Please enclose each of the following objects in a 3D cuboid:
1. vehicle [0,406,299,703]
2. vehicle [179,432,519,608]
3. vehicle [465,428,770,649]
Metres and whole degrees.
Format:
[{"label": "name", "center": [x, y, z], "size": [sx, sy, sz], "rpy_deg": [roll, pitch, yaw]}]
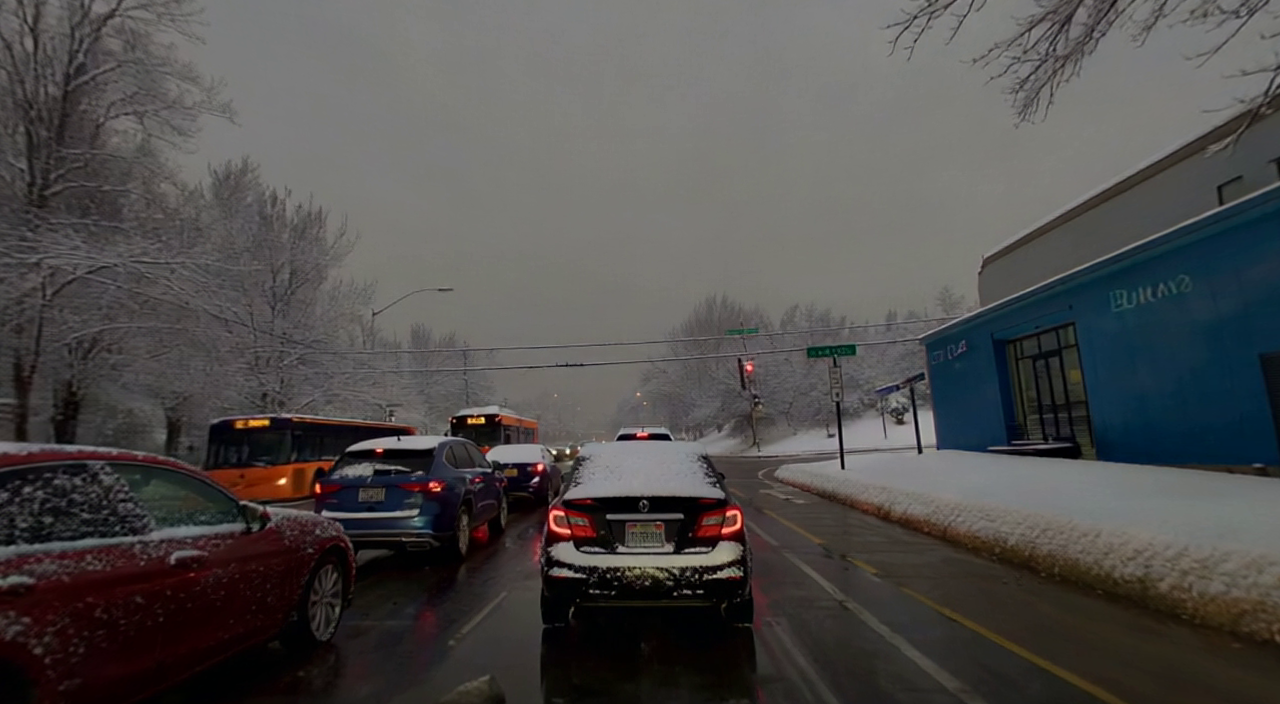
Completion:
[{"label": "vehicle", "center": [-3.163, 0.867, 1.711], "size": [1.867, 1.486, 4.452], "rpy_deg": [0, -8, 2]}, {"label": "vehicle", "center": [-2.913, 1.760, 7.636], "size": [1.944, 1.481, 4.385], "rpy_deg": [0, -8, 1]}, {"label": "vehicle", "center": [-0.138, 1.527, 6.171], "size": [2.031, 1.461, 3.763], "rpy_deg": [0, -8, 0]}]
